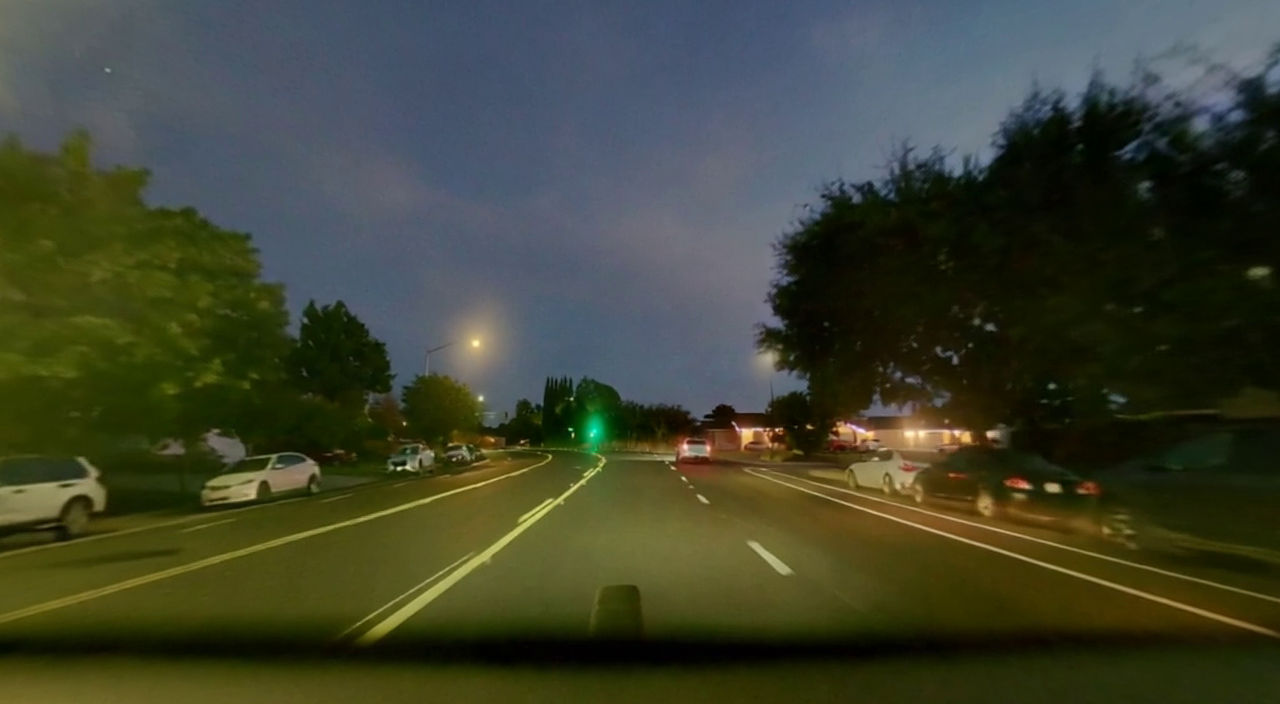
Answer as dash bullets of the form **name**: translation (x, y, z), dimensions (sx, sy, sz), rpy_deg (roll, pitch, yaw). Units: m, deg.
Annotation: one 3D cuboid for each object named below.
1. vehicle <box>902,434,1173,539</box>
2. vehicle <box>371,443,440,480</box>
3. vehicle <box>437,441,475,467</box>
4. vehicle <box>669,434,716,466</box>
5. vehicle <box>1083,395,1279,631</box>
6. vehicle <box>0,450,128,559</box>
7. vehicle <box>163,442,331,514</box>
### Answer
- **vehicle**: translation (7.385, 2.511, 12.638), dimensions (1.900, 1.634, 5.232), rpy_deg (0, -8, -2)
- **vehicle**: translation (-12.189, 5.707, 33.204), dimensions (2.032, 1.773, 4.471), rpy_deg (0, -8, -2)
- **vehicle**: translation (-13.487, 7.475, 46.562), dimensions (2.146, 1.806, 4.733), rpy_deg (1, -8, -9)
- **vehicle**: translation (2.869, 5.499, 35.583), dimensions (1.951, 1.620, 4.582), rpy_deg (1, -8, -4)
- **vehicle**: translation (7.301, 1.590, 6.262), dimensions (2.081, 2.286, 4.941), rpy_deg (0, -8, -1)
- **vehicle**: translation (-11.574, 2.601, 10.873), dimensions (1.921, 1.770, 4.265), rpy_deg (0, -8, -1)
- **vehicle**: translation (-11.472, 3.652, 18.968), dimensions (2.049, 1.848, 4.693), rpy_deg (0, -8, -1)
